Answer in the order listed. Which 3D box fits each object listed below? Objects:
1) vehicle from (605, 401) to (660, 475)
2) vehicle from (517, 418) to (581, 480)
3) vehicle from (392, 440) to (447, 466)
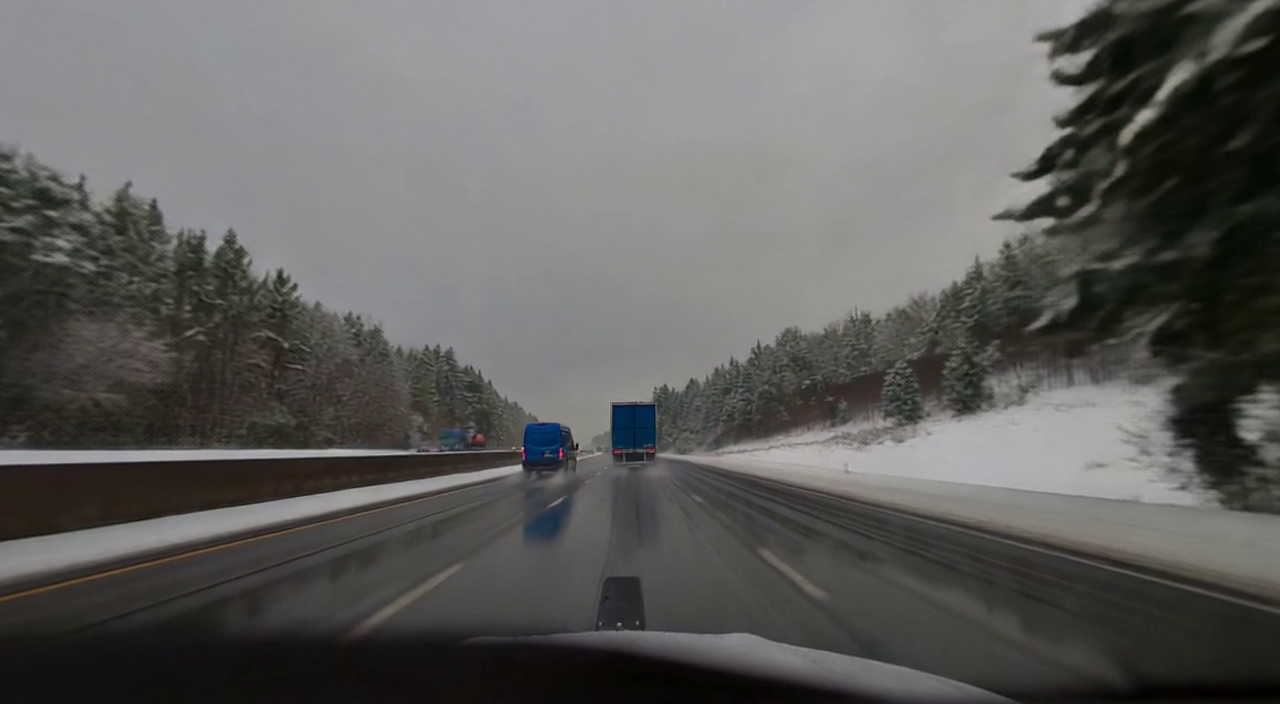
[{"bbox_3d":[-0.451,5.514,39.724,2.995,4.036,10.311,0,-9,-1],"label":"vehicle"},{"bbox_3d":[-4.431,4.902,31.774,2.357,2.786,6.144,0,-9,-1],"label":"vehicle"},{"bbox_3d":[-13.656,6.290,39.320,1.897,1.471,4.275,0,-9,0],"label":"vehicle"}]
